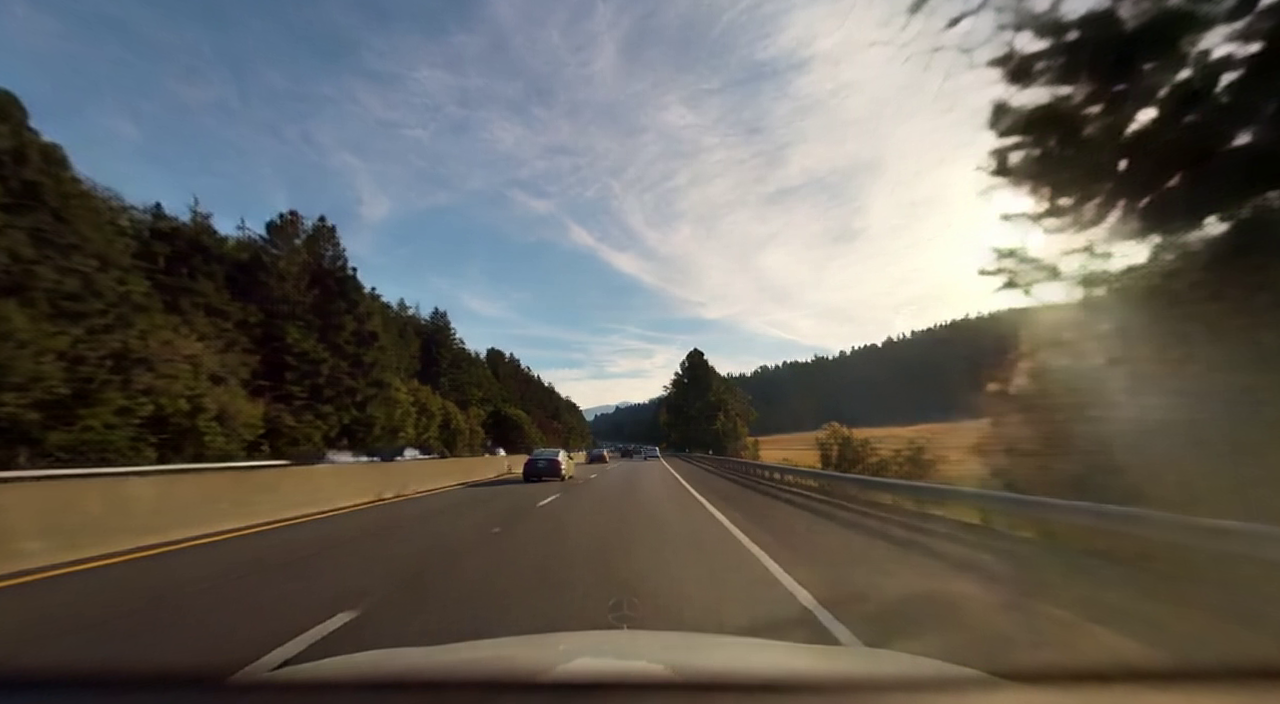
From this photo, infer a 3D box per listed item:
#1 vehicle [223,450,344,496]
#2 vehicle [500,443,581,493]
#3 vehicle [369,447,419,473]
[{"bbox_3d":[-12.632,4.291,22.717,1.782,1.458,4.412,0,-9,0],"label":"vehicle"},{"bbox_3d":[-3.229,3.877,21.338,1.970,1.483,4.097,-1,-9,1],"label":"vehicle"},{"bbox_3d":[-16.812,7.398,43.217,1.747,1.664,3.882,-1,-9,1],"label":"vehicle"}]
